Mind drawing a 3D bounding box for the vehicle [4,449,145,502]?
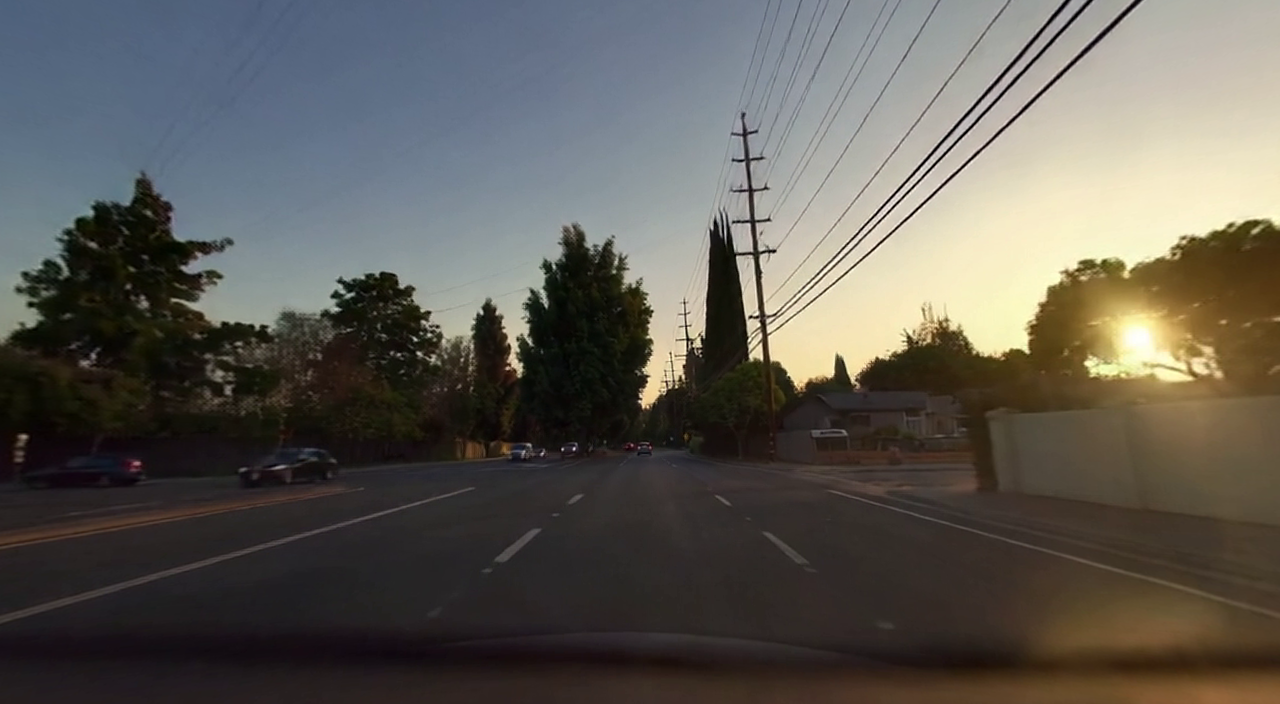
[{"bbox_3d":[-21.798,4.669,24.197,4.600,1.809,2.153,-4,-9,23],"label":"vehicle"}]

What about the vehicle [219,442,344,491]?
[{"bbox_3d":[-13.580,4.319,24.161,2.120,1.696,4.403,0,-8,1],"label":"vehicle"}]
